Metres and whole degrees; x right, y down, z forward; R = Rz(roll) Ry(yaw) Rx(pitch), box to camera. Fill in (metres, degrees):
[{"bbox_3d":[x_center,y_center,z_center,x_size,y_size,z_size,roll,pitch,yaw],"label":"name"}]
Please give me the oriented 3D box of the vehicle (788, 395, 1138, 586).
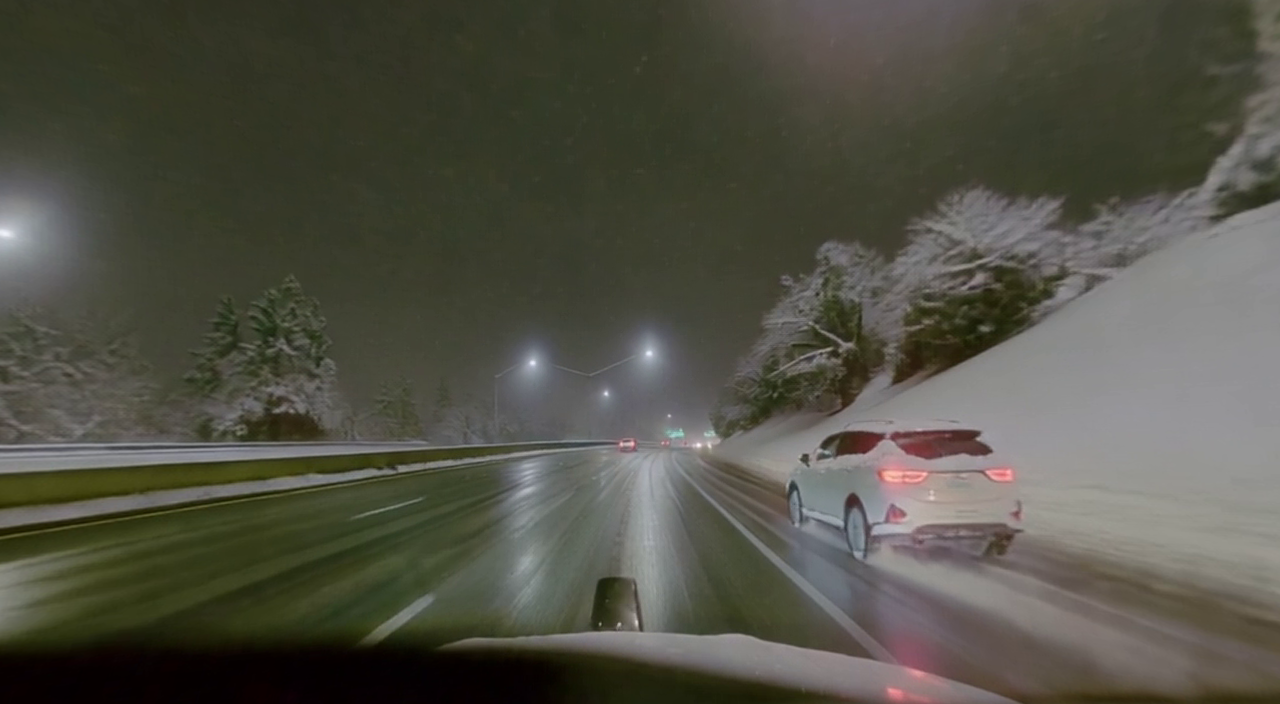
[{"bbox_3d":[3.451,1.566,7.919,2.090,1.715,4.228,0,-8,-1],"label":"vehicle"}]
